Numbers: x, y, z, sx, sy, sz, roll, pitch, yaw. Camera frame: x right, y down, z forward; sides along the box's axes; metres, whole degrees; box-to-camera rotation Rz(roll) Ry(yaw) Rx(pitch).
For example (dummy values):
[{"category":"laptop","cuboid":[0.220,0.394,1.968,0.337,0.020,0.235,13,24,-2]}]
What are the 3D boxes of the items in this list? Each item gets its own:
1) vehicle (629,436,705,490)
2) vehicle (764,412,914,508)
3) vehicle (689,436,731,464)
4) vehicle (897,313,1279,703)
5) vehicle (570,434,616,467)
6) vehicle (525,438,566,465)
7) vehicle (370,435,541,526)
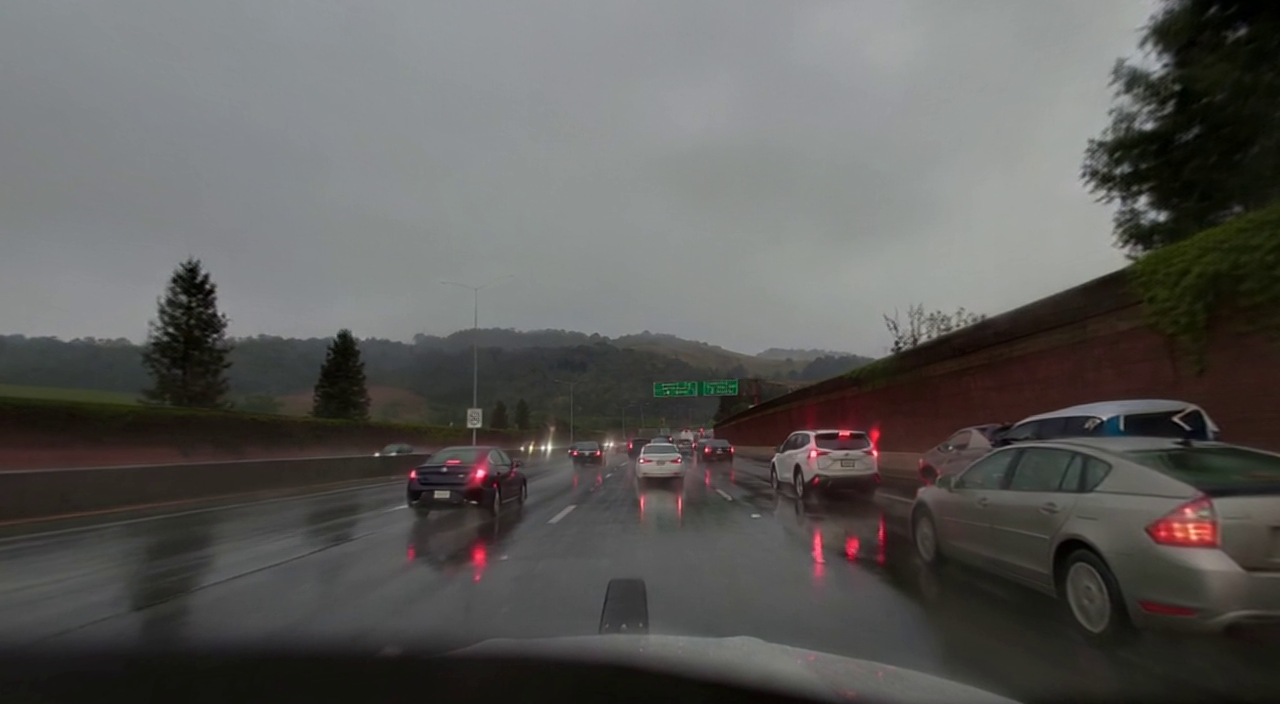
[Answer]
[{"category":"vehicle","cuboid":[0.710,3.374,19.525,2.105,1.471,3.978,0,-8,-1]},{"category":"vehicle","cuboid":[4.368,2.454,14.708,1.970,1.872,4.575,0,-8,0]},{"category":"vehicle","cuboid":[3.910,5.561,35.875,1.855,1.513,3.915,0,-8,-1]},{"category":"vehicle","cuboid":[3.767,1.020,4.590,1.930,1.831,4.344,0,-8,0]},{"category":"vehicle","cuboid":[-2.695,5.820,37.352,2.154,1.793,4.736,0,-8,2]},{"category":"vehicle","cuboid":[-6.591,6.968,44.436,2.055,1.751,4.825,0,-8,1]},{"category":"vehicle","cuboid":[-3.348,2.406,12.493,1.961,1.456,4.362,0,-8,2]}]
